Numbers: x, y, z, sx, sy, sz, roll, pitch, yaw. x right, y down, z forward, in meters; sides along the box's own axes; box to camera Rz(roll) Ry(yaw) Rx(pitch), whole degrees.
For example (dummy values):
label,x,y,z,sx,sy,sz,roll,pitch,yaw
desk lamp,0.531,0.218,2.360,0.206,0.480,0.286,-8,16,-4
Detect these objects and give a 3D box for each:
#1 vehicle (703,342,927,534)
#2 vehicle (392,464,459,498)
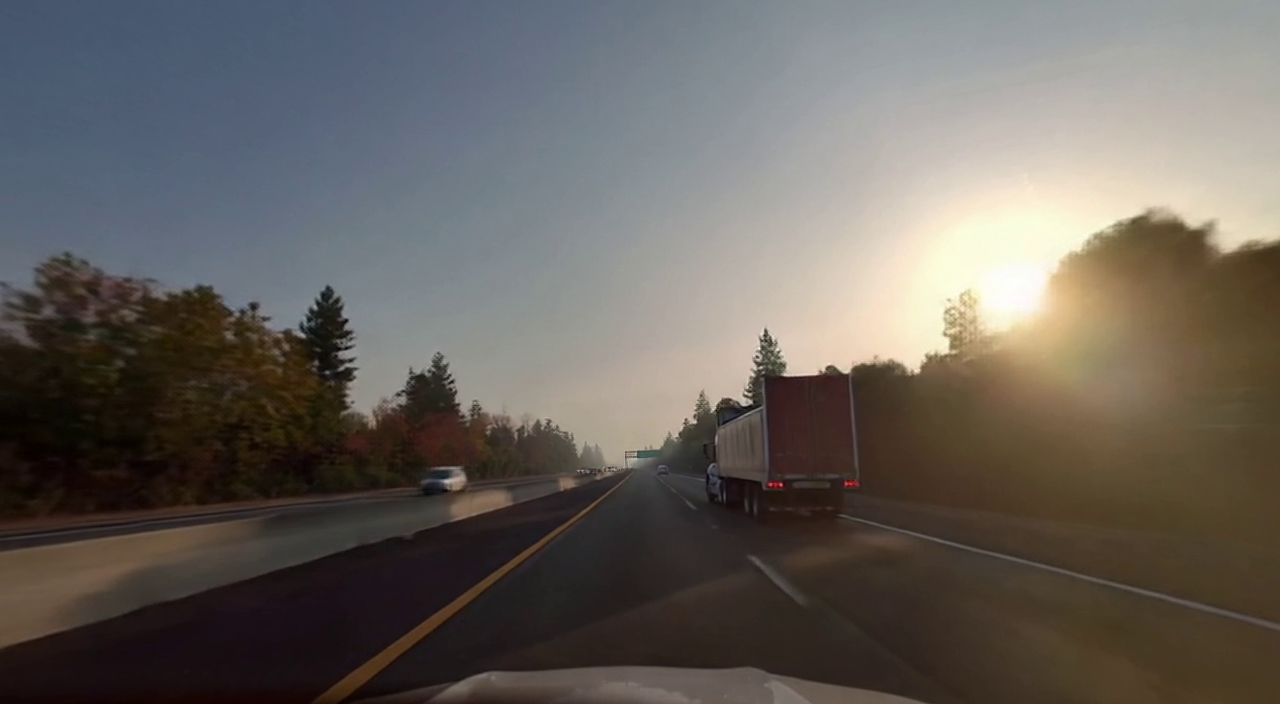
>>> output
label,x,y,z,sx,sy,sz,roll,pitch,yaw
vehicle,4.390,3.022,20.200,3.204,4.102,13.306,0,-11,-1
vehicle,-11.343,6.855,33.693,1.917,1.639,4.598,0,-10,1
